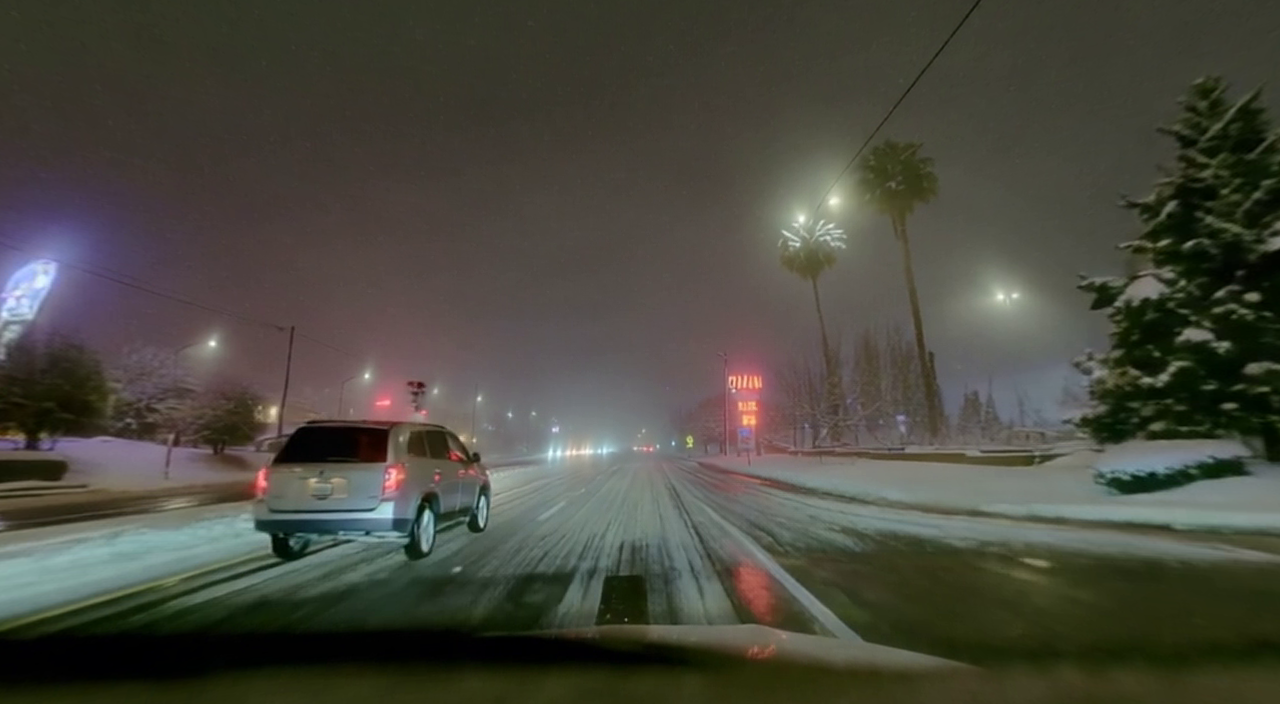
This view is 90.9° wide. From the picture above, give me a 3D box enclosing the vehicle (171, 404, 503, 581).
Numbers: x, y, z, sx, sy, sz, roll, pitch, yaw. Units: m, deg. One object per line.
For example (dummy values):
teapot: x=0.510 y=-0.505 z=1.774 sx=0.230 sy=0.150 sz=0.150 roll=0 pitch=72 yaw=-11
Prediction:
vehicle: x=-3.452 y=1.706 z=8.501 sx=2.062 sy=1.693 sz=4.669 roll=0 pitch=-9 yaw=1
